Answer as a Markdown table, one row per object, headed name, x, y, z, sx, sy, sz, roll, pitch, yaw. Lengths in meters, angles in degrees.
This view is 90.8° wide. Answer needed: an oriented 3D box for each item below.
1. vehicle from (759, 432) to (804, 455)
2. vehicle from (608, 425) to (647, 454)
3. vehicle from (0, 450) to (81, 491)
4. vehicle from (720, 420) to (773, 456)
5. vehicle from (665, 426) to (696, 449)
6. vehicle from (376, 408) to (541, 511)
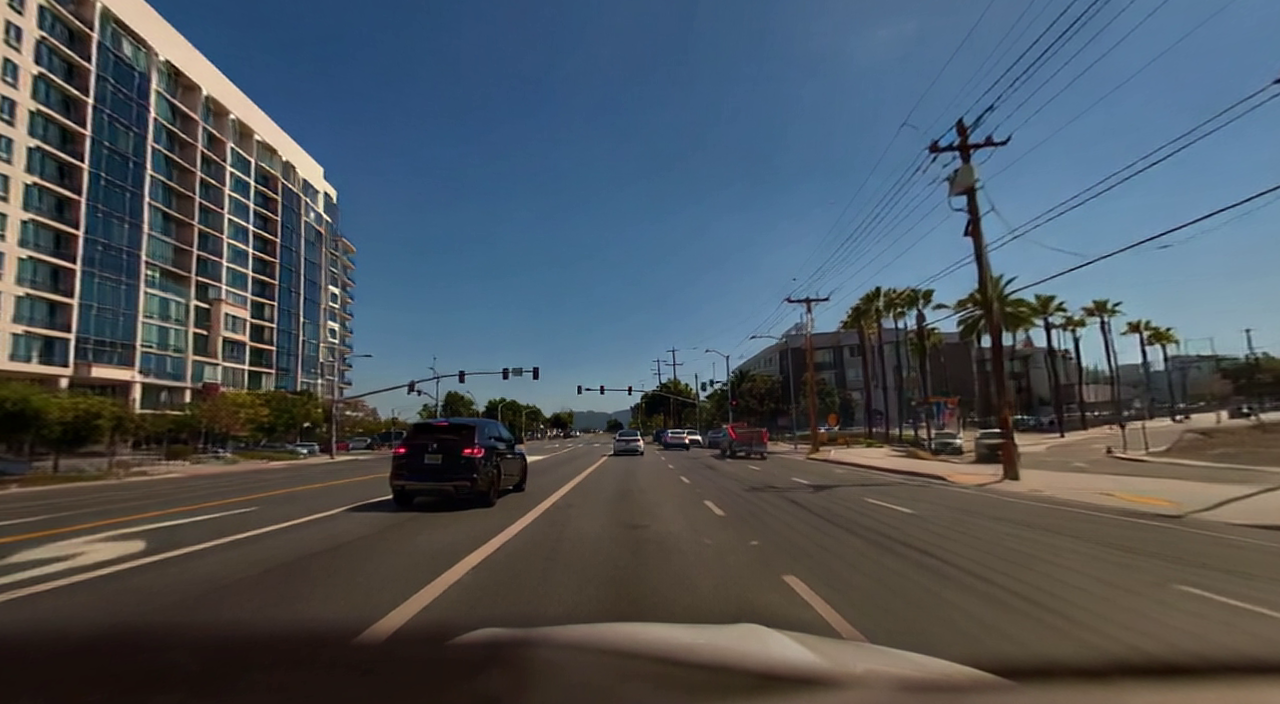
| name | x | y | z | sx | sy | sz | roll | pitch | yaw |
| --- | --- | --- | --- | --- | --- | --- | --- | --- | --- |
| vehicle | 9.045 | 5.943 | 40.788 | 1.897 | 1.390 | 4.391 | 0 | -8 | 1 |
| vehicle | -0.799 | 5.429 | 39.136 | 2.302 | 1.681 | 4.217 | 0 | -8 | -2 |
| vehicle | -27.908 | 5.248 | 28.292 | 1.918 | 1.635 | 4.532 | 1 | -8 | -6 |
| vehicle | 6.183 | 5.121 | 37.427 | 2.130 | 1.979 | 5.310 | 0 | -8 | -1 |
| vehicle | 2.930 | 6.295 | 46.469 | 1.975 | 1.598 | 4.025 | 0 | -8 | -1 |
| vehicle | -3.490 | 2.183 | 13.199 | 2.136 | 1.779 | 4.417 | 0 | -8 | 0 |
